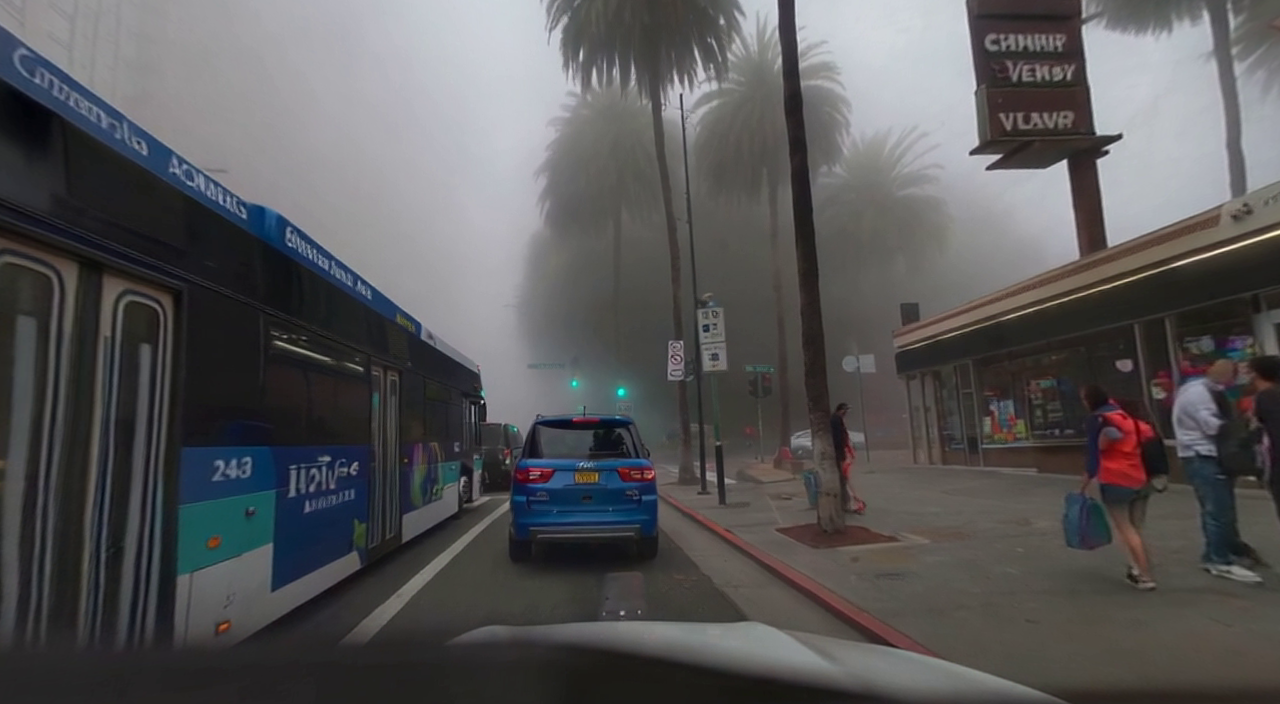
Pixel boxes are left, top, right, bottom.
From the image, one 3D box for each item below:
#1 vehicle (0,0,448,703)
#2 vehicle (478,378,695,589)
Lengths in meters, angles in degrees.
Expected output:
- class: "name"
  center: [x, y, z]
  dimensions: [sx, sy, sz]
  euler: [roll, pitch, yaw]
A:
- class: "vehicle"
  center: [-3.825, 0.158, 3.241]
  dimensions: [2.863, 3.233, 11.573]
  euler: [1, -8, -4]
- class: "vehicle"
  center: [-0.804, 1.512, 8.023]
  dimensions: [2.002, 1.907, 4.211]
  euler: [1, -9, -9]
